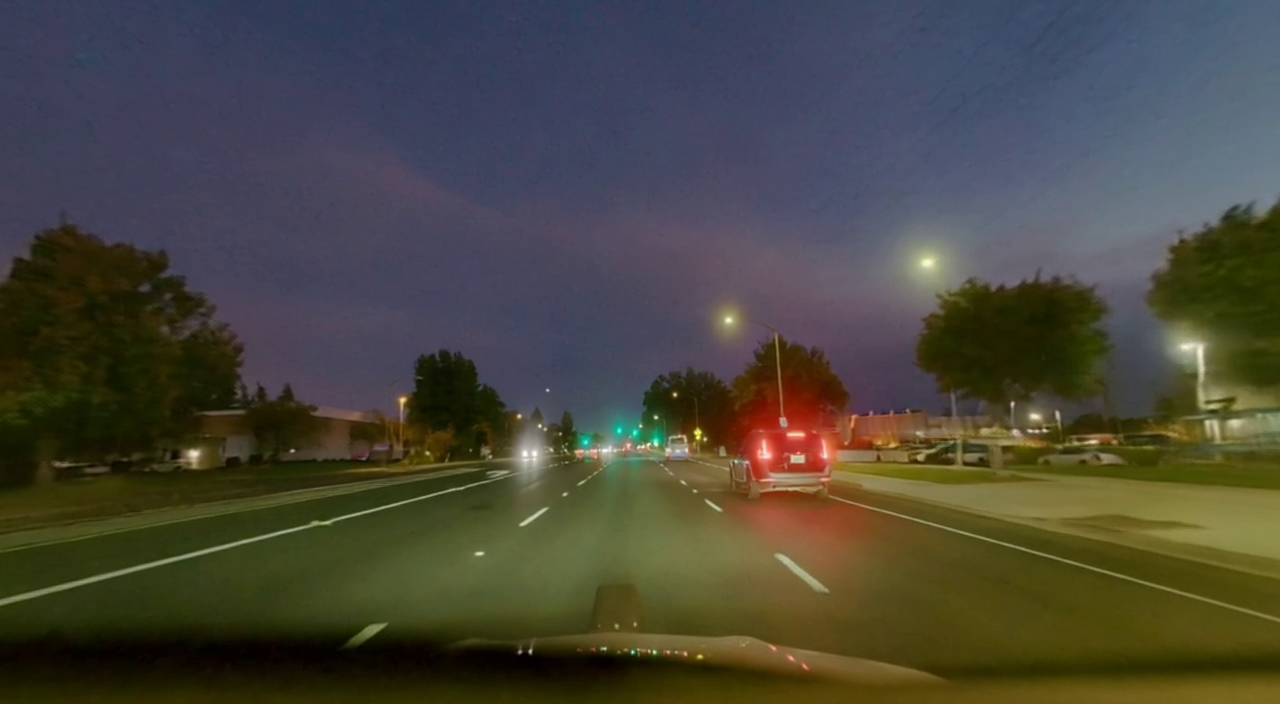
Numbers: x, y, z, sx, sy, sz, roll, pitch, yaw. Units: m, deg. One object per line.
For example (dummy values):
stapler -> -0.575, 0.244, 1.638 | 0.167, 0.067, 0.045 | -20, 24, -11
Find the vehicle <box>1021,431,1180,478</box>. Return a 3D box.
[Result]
vehicle -> 18.031, 4.018, 24.853 | 4.970, 1.700, 2.108 | 2, -9, -11

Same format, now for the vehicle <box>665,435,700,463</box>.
vehicle -> 3.267, 7.613, 49.651 | 2.197, 2.034, 4.667 | 0, -8, -2

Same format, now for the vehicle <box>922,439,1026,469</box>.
vehicle -> 16.773, 5.129, 31.817 | 4.203, 1.424, 2.077 | 2, -9, -11

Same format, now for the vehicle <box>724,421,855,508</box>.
vehicle -> 3.446, 2.701, 15.545 | 2.060, 1.816, 4.343 | 0, -8, -1
